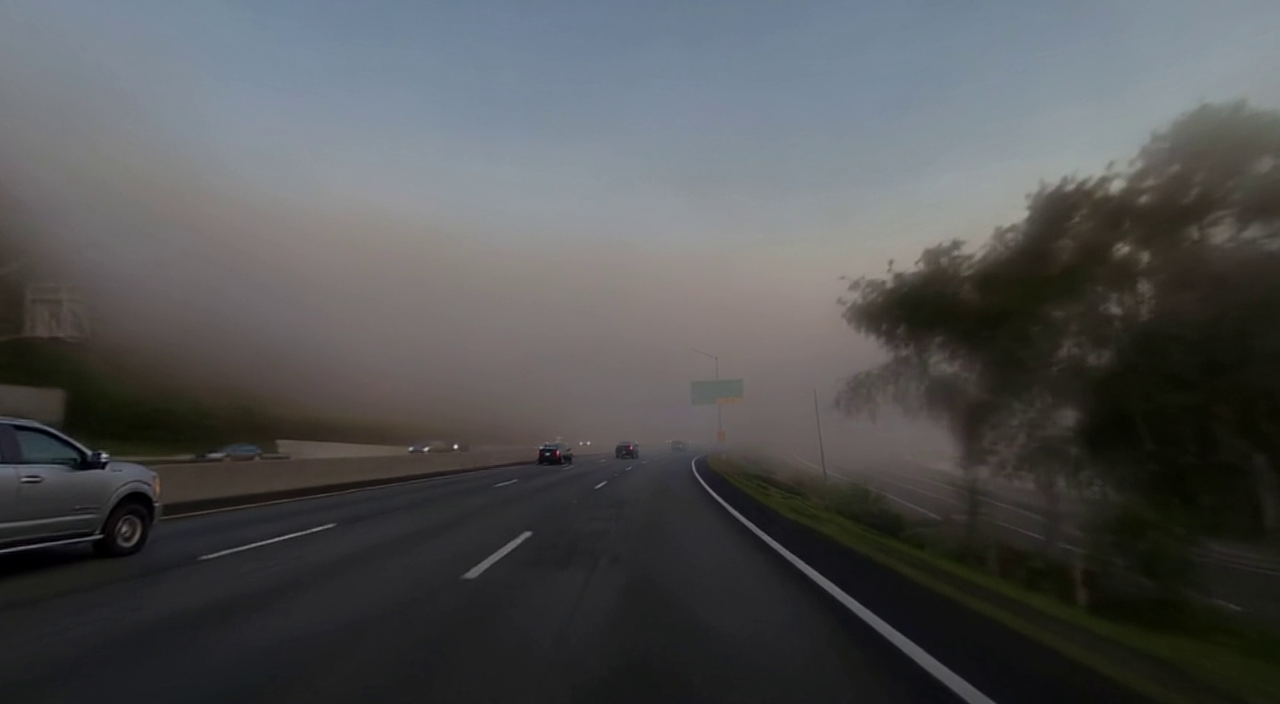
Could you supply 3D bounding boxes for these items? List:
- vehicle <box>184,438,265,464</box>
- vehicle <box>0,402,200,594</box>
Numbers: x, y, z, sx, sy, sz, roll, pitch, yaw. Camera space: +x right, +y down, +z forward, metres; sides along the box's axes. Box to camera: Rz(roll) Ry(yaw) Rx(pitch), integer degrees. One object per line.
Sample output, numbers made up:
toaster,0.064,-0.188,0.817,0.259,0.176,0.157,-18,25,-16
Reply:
vehicle,-29.026,6.933,44.246,1.974,1.668,4.911,-1,-8,6
vehicle,-6.459,1.243,5.350,1.923,1.630,4.857,0,-8,0
